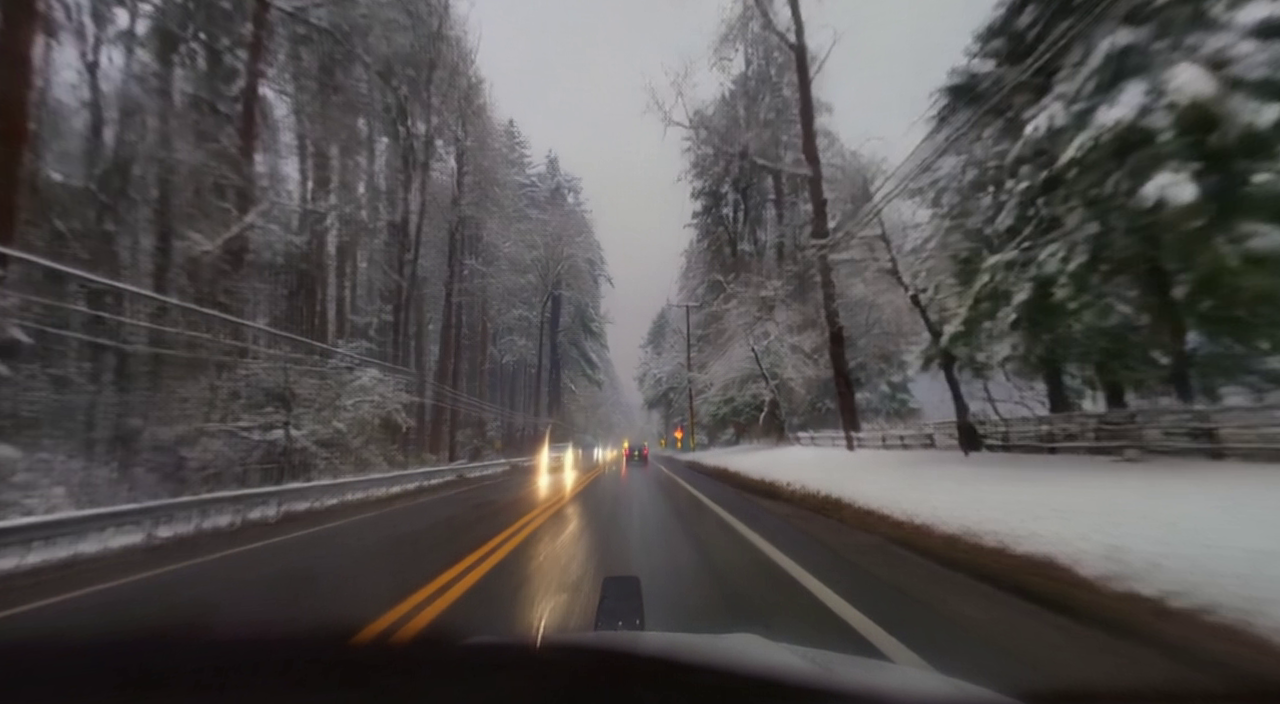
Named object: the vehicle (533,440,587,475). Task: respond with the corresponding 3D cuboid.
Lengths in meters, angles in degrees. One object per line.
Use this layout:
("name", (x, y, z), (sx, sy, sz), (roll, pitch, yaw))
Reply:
("vehicle", (-3.827, 5.098, 30.762), (1.987, 1.526, 4.205), (0, -8, 1))

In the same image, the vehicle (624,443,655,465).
("vehicle", (-0.055, 7.271, 45.265), (2.067, 1.486, 3.861), (0, -8, 0))
